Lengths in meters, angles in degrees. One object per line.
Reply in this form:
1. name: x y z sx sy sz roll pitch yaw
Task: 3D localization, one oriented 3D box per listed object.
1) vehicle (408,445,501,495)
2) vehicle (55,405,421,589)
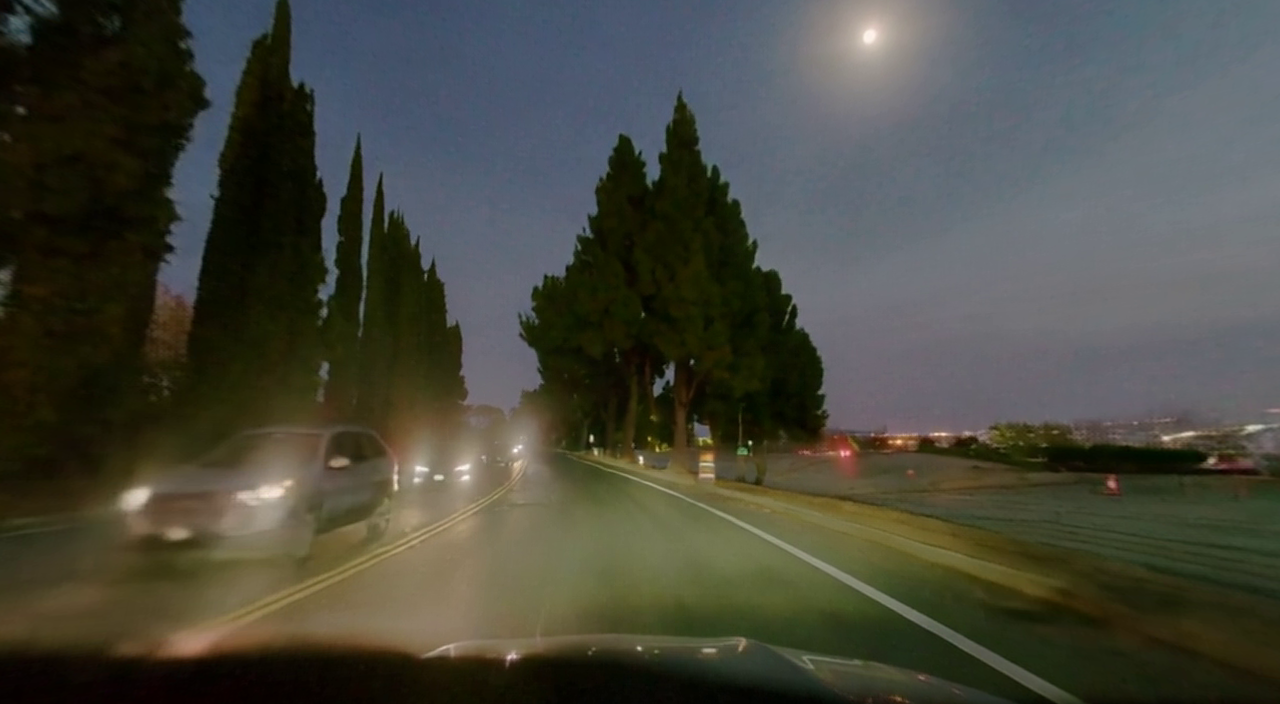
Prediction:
1. vehicle: -5.908 3.773 20.646 1.975 1.415 4.194 0 -8 -3
2. vehicle: -4.972 1.837 8.884 2.193 1.885 4.474 0 -8 -1
